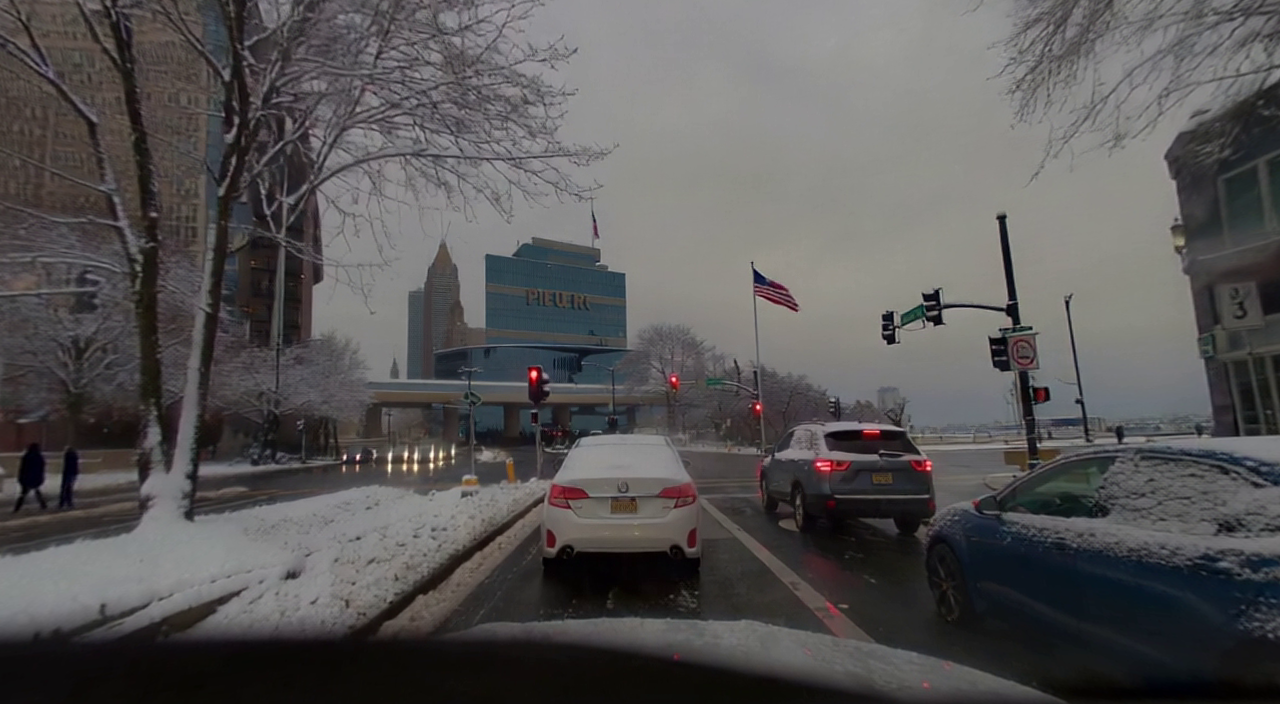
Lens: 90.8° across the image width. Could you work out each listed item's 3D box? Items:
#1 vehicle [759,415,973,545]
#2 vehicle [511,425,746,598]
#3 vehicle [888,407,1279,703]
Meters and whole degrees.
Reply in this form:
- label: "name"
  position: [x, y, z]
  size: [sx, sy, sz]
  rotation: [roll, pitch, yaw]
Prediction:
- label: "vehicle"
  position: [3.506, 2.084, 10.947]
  size: [1.978, 1.738, 4.599]
  rotation: [0, -8, 0]
- label: "vehicle"
  position: [-0.104, 1.706, 7.583]
  size: [2.096, 1.521, 3.747]
  rotation: [0, -8, 0]
- label: "vehicle"
  position: [3.383, 1.183, 4.012]
  size: [1.833, 1.465, 4.258]
  rotation: [0, -8, -1]
